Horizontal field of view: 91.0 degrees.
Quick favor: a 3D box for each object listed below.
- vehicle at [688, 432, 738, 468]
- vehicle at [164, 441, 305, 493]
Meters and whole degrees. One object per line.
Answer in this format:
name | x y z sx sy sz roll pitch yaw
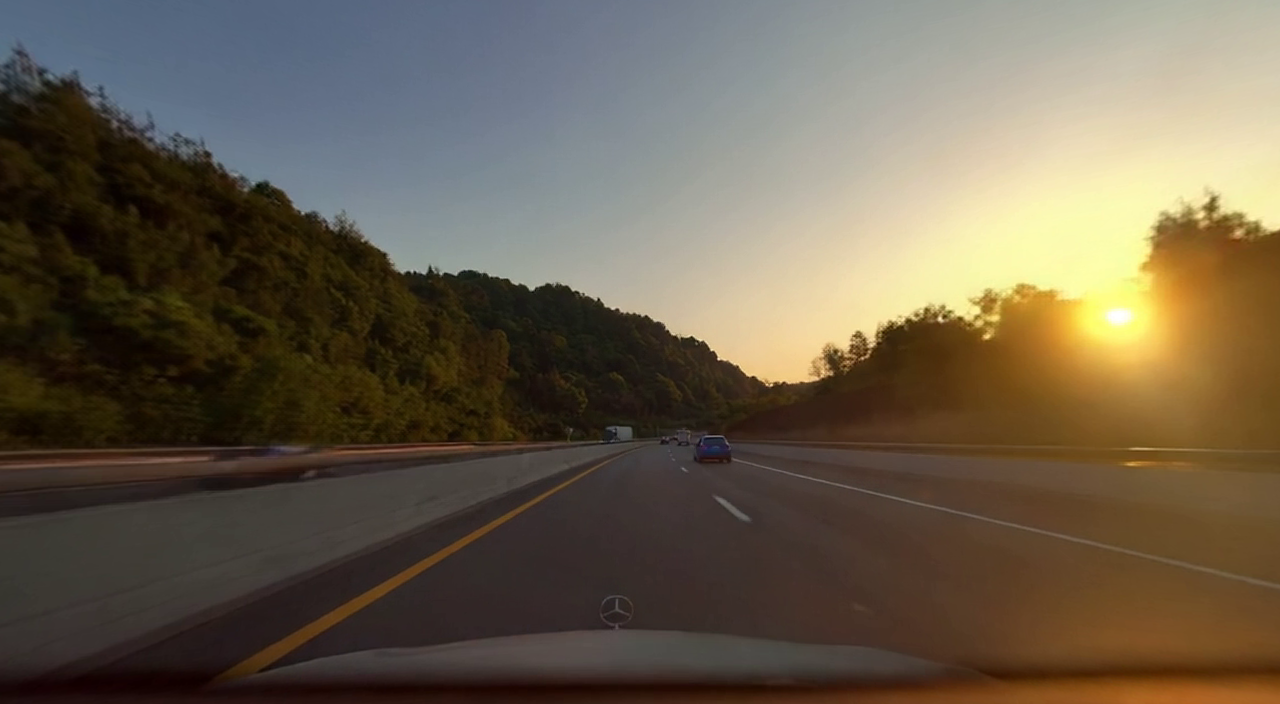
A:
vehicle | 3.625 4.933 31.902 2.022 1.663 4.245 -1 -8 0
vehicle | -12.995 3.654 20.511 1.847 1.488 4.102 -1 -8 0
